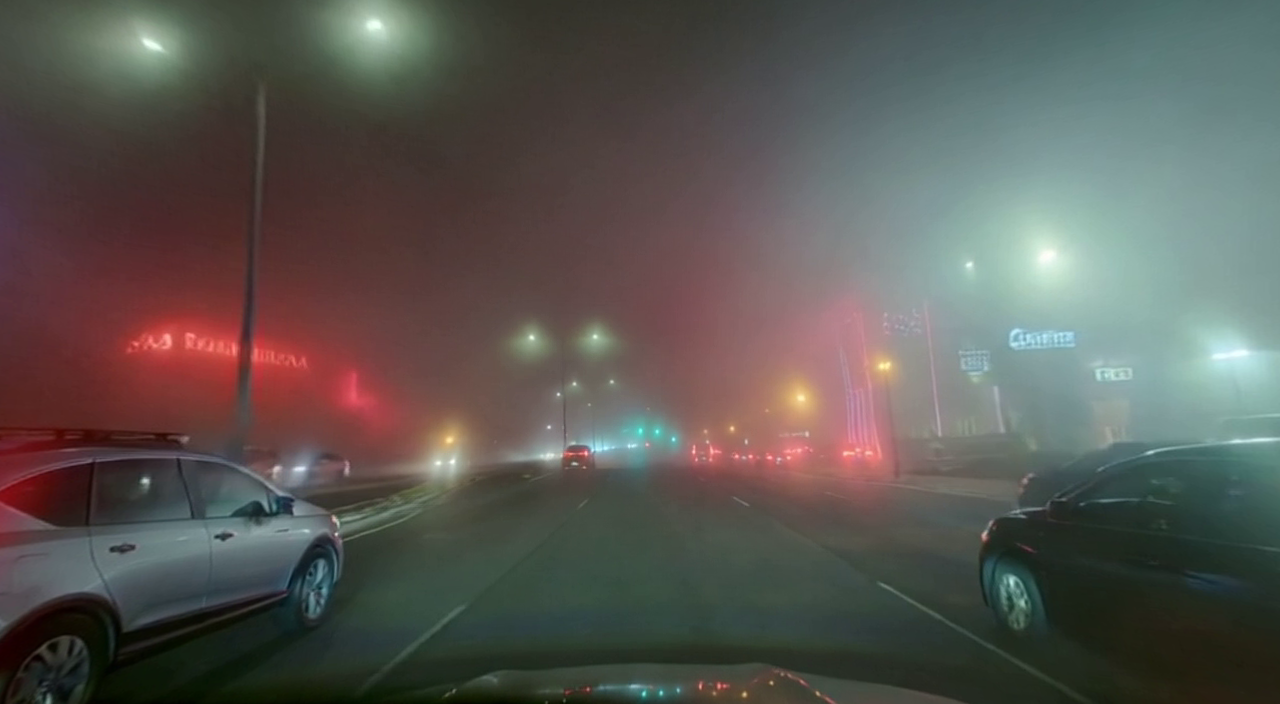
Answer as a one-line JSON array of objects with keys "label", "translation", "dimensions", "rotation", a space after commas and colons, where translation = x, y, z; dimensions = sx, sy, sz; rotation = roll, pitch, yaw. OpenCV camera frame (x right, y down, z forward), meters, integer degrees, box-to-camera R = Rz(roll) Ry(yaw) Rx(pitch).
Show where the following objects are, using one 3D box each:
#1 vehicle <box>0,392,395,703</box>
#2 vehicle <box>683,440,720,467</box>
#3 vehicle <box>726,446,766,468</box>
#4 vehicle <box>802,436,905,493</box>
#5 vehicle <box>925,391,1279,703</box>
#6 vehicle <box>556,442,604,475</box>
[{"label": "vehicle", "translation": [-3.511, 1.089, 3.583], "dimensions": [2.155, 1.504, 4.776], "rotation": [-1, -8, 2]}, {"label": "vehicle", "translation": [4.166, 6.906, 43.116], "dimensions": [2.007, 1.683, 4.171], "rotation": [0, -8, -1]}, {"label": "vehicle", "translation": [7.630, 7.579, 45.777], "dimensions": [1.976, 1.469, 4.576], "rotation": [0, -8, -2]}, {"label": "vehicle", "translation": [7.509, 3.981, 22.716], "dimensions": [2.003, 1.789, 4.718], "rotation": [0, -8, 0]}, {"label": "vehicle", "translation": [3.342, 0.975, 2.842], "dimensions": [1.981, 1.499, 4.536], "rotation": [0, -8, 0]}, {"label": "vehicle", "translation": [-2.917, 5.281, 31.589], "dimensions": [1.917, 1.511, 4.436], "rotation": [0, -8, 1]}]
